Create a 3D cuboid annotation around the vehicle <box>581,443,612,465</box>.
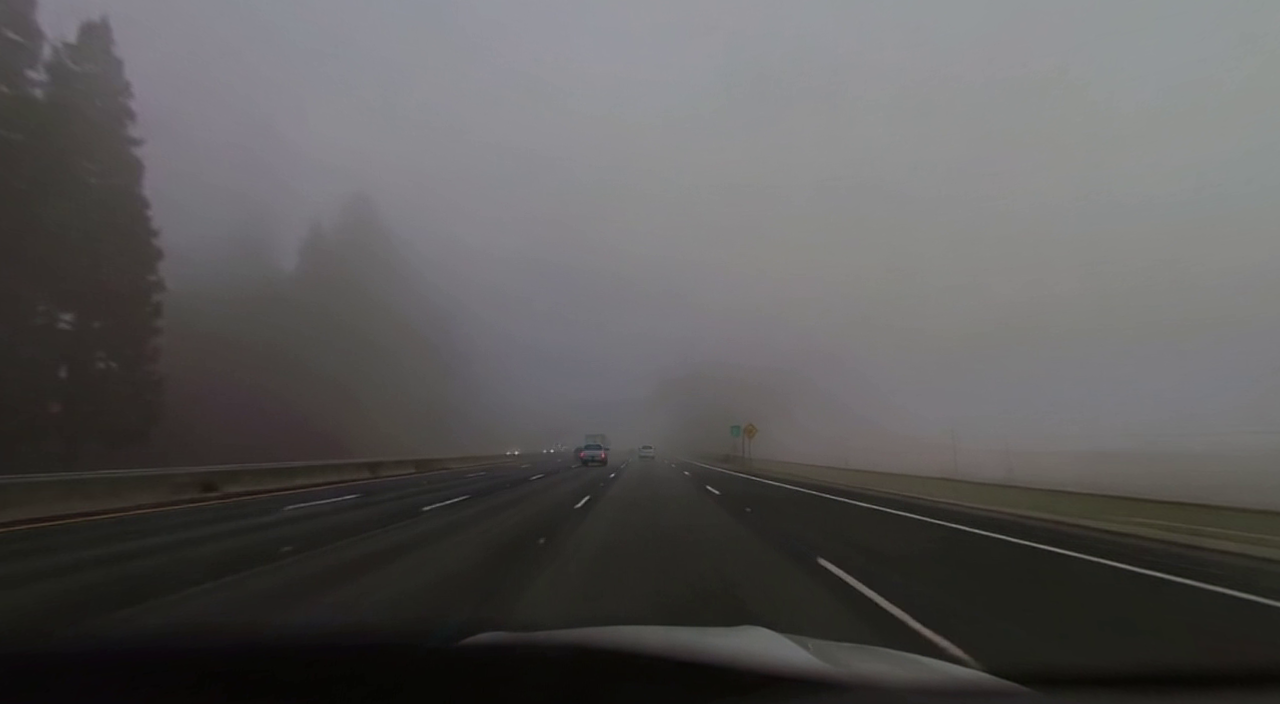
[{"bbox_3d":[-3.256,7.701,47.745,1.993,1.589,3.898,0,-8,0],"label":"vehicle"}]
